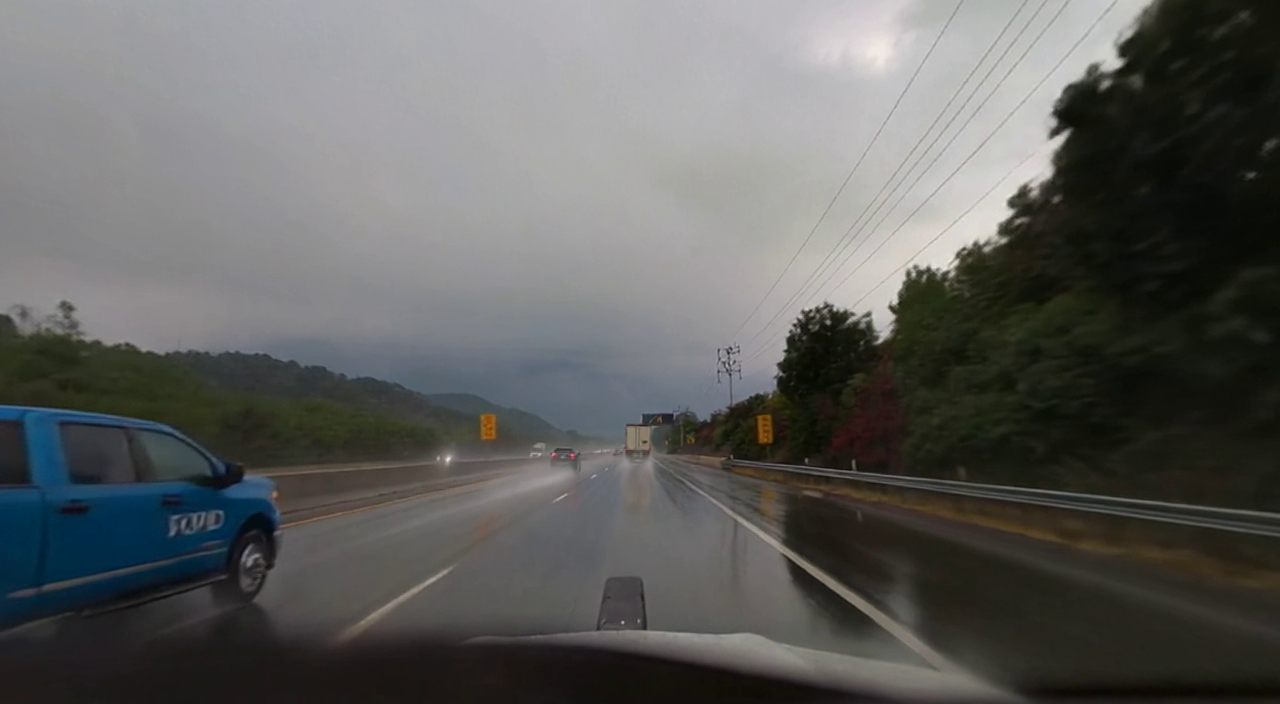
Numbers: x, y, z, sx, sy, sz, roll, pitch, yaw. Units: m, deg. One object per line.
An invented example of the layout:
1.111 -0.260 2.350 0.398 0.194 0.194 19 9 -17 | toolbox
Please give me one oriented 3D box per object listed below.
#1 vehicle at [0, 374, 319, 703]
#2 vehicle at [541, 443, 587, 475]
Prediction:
-3.931 0.988 3.085 2.049 1.697 4.998 0 -9 0 | vehicle
-4.339 6.149 36.432 2.111 1.735 4.066 0 -9 0 | vehicle
